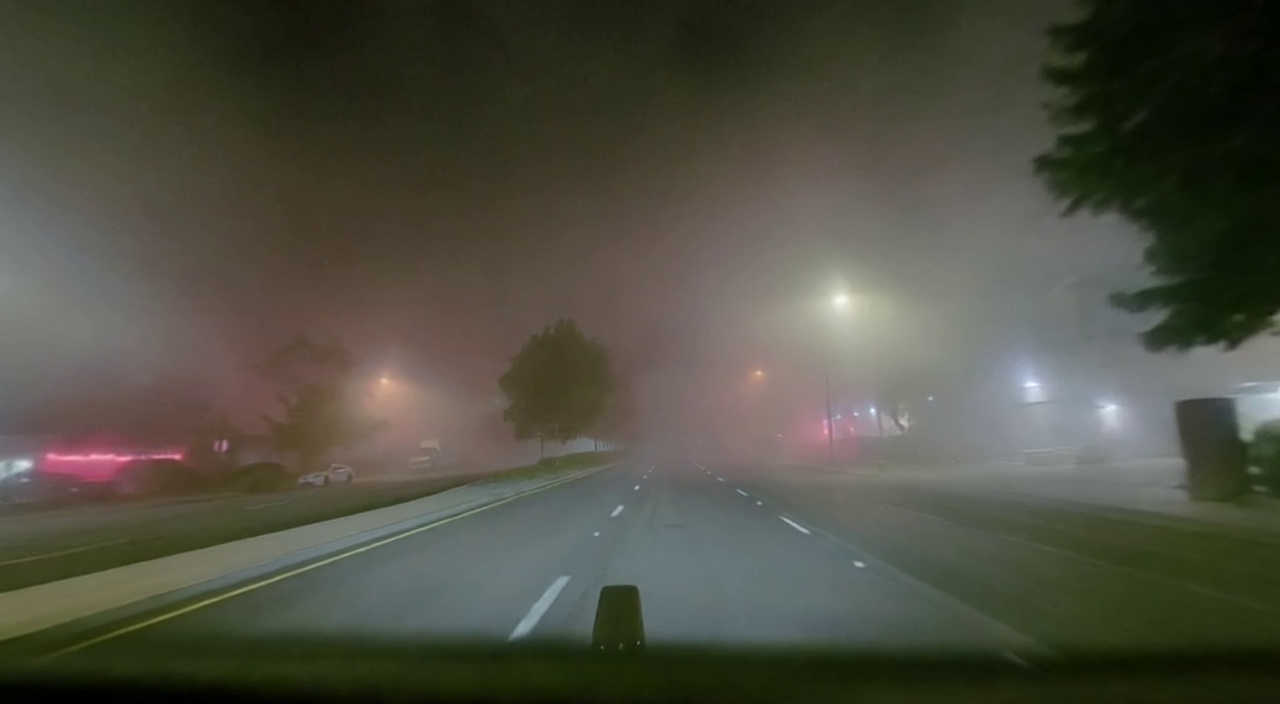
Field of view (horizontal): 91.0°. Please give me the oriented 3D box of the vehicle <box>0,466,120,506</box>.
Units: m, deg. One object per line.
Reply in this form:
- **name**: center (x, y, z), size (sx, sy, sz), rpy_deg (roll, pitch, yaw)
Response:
- **vehicle**: center (-29.147, 6.624, 31.476), size (1.870, 1.601, 5.128), rpy_deg (0, -8, 0)

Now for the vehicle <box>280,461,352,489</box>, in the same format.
- **vehicle**: center (-19.703, 7.462, 38.505), size (1.820, 1.459, 4.559), rpy_deg (-1, -8, 3)

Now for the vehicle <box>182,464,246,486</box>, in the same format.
- **vehicle**: center (-29.366, 8.470, 43.507), size (1.610, 1.378, 3.889), rpy_deg (-2, -10, 0)

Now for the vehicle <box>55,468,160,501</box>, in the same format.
- **vehicle**: center (-26.634, 6.608, 31.677), size (1.872, 1.413, 3.806), rpy_deg (-1, -9, 1)

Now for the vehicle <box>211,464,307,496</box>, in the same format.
- **vehicle**: center (-19.914, 6.687, 33.172), size (1.929, 1.393, 4.611), rpy_deg (-1, -8, 4)
